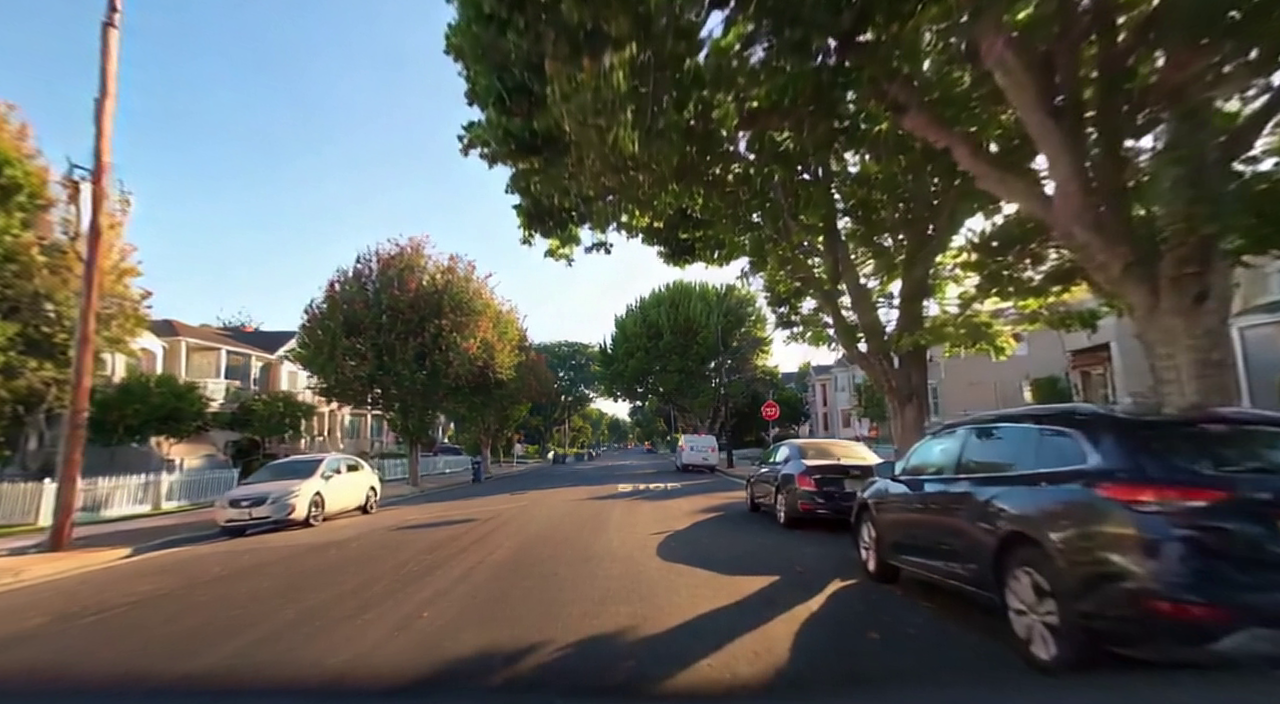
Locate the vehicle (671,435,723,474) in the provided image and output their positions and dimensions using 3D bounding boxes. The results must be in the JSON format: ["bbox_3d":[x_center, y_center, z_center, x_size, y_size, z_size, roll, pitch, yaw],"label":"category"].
[{"bbox_3d":[2.767,5.142,31.976,2.126,1.795,4.751,0,-9,-1],"label":"vehicle"}]

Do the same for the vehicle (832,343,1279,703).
[{"bbox_3d":[3.262,1.145,4.715,2.080,1.706,4.449,0,-9,-3],"label":"vehicle"}]

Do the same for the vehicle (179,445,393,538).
[{"bbox_3d":[-7.159,2.812,13.427,2.125,1.623,4.207,0,-9,-1],"label":"vehicle"}]
